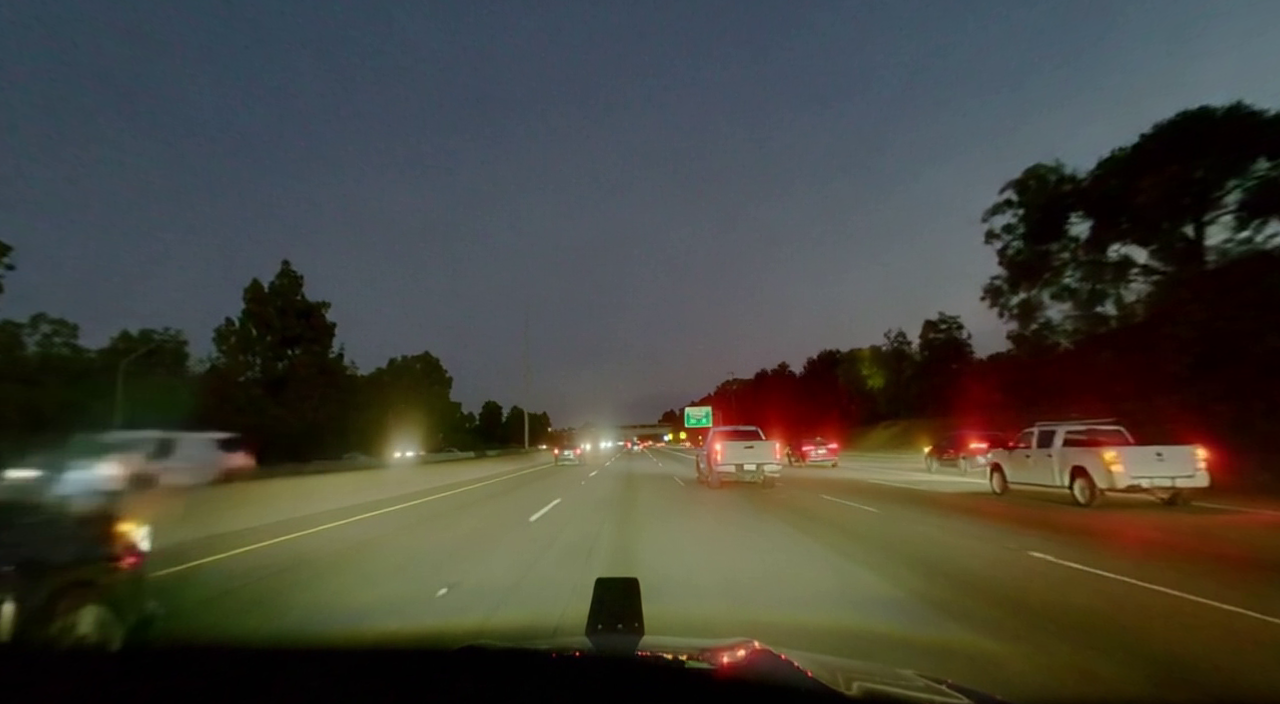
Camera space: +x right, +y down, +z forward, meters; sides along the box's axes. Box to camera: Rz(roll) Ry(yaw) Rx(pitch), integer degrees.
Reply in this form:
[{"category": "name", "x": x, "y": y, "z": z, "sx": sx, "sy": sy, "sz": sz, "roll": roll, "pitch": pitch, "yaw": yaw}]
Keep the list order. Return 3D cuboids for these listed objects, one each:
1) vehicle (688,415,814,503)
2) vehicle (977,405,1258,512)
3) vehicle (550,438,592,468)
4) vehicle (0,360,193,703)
[{"category": "vehicle", "x": 2.628, "y": 2.737, "z": 16.580, "sx": 2.200, "sy": 1.870, "sz": 5.649, "roll": 0, "pitch": -8, "yaw": -1}, {"category": "vehicle", "x": 9.854, "y": 2.267, "z": 13.820, "sx": 2.046, "sy": 1.873, "sz": 5.131, "roll": 0, "pitch": -8, "yaw": -1}, {"category": "vehicle", "x": -3.975, "y": 5.887, "z": 36.895, "sx": 1.992, "sy": 1.651, "sz": 4.185, "roll": 0, "pitch": -8, "yaw": 0}, {"category": "vehicle", "x": -3.524, "y": 0.689, "z": 1.225, "sx": 2.119, "sy": 1.654, "sz": 4.353, "roll": 0, "pitch": -8, "yaw": 0}]
